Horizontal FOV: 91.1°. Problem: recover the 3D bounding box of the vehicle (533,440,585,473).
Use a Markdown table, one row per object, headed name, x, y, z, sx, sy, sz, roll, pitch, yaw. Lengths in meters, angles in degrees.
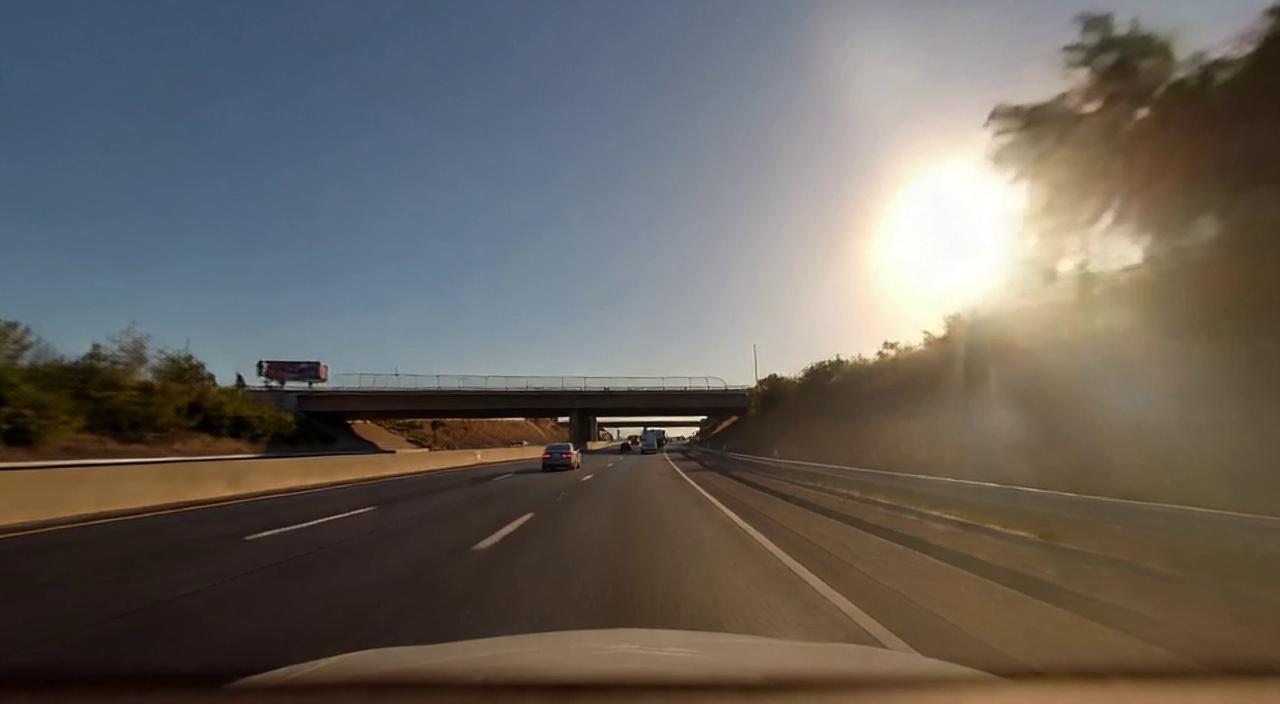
| name | x | y | z | sx | sy | sz | roll | pitch | yaw |
| --- | --- | --- | --- | --- | --- | --- | --- | --- | --- |
| vehicle | -4.043 | 5.320 | 32.142 | 1.961 | 1.540 | 4.487 | -1 | -9 | 2 |
